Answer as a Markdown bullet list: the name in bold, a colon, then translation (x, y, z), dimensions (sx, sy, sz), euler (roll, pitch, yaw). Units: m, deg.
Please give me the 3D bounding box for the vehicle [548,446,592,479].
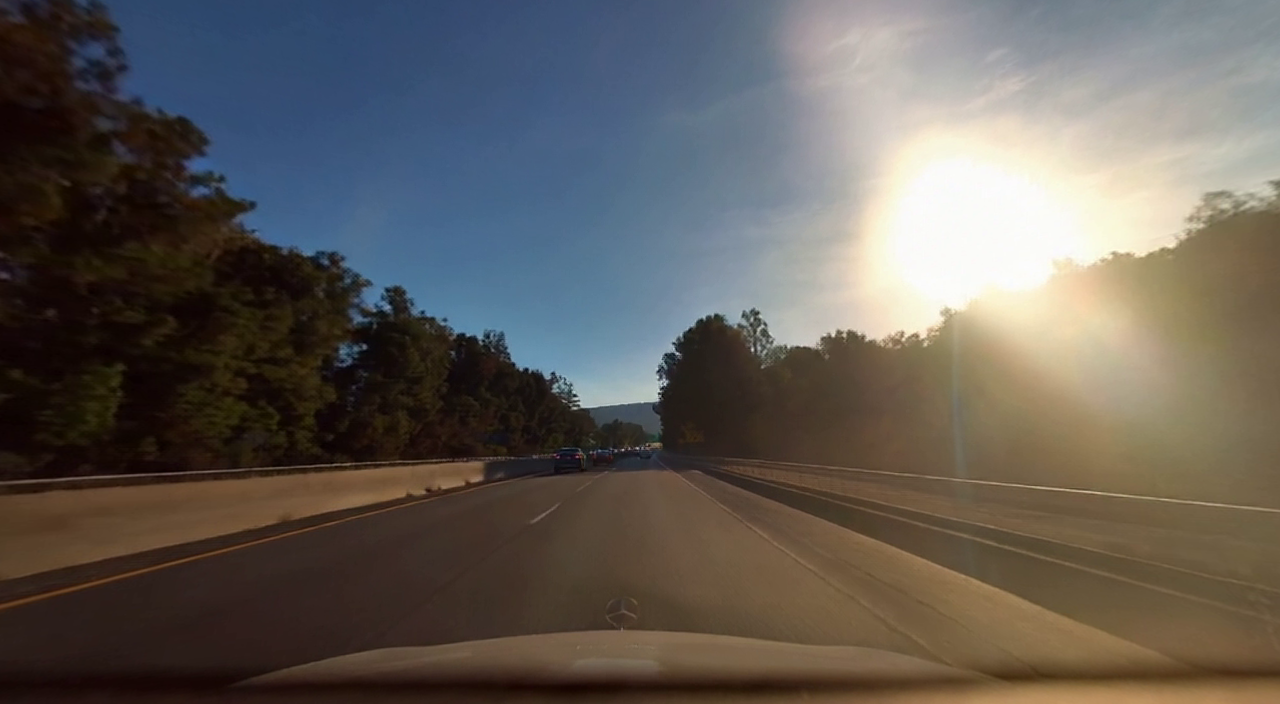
- **vehicle**: translation (-3.638, 5.794, 33.335), dimensions (1.846, 1.600, 4.108), euler (-1, -9, 0)
